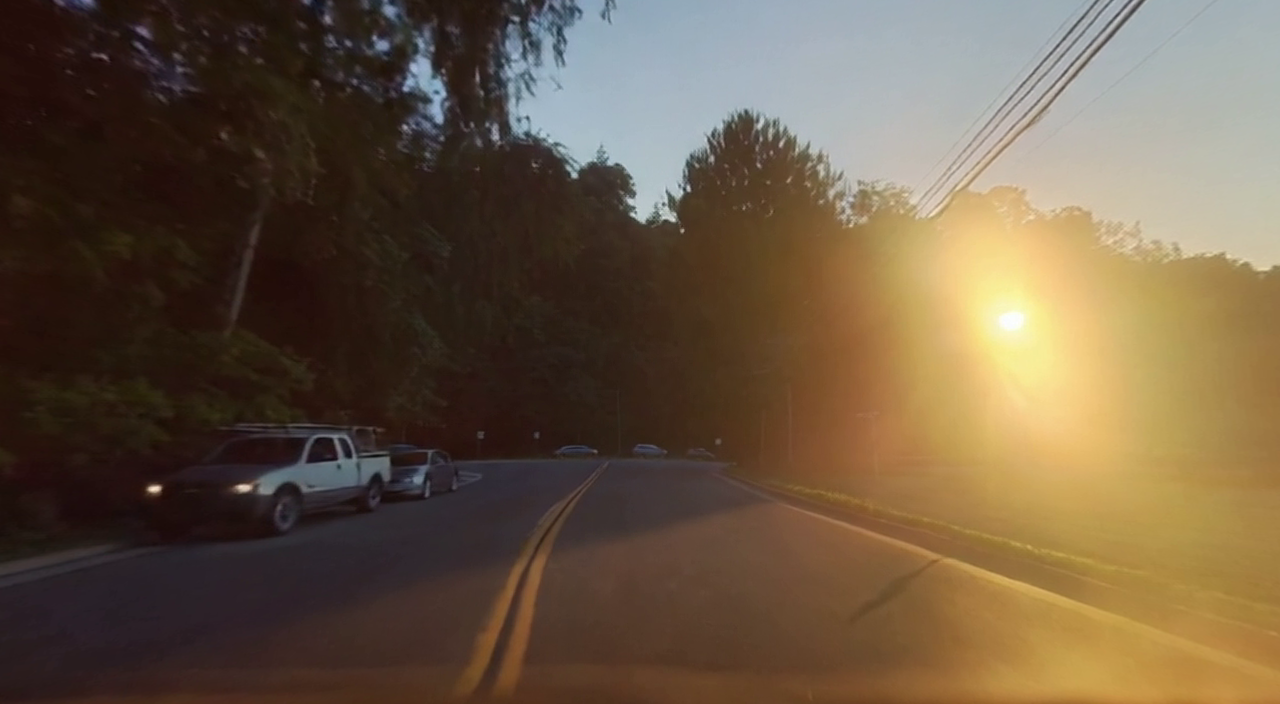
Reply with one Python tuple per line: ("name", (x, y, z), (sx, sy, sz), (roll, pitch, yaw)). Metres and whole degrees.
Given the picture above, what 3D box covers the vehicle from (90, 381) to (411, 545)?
("vehicle", (-6.639, 2.176, 11.982), (2.583, 2.167, 5.667), (-4, -12, -1))
